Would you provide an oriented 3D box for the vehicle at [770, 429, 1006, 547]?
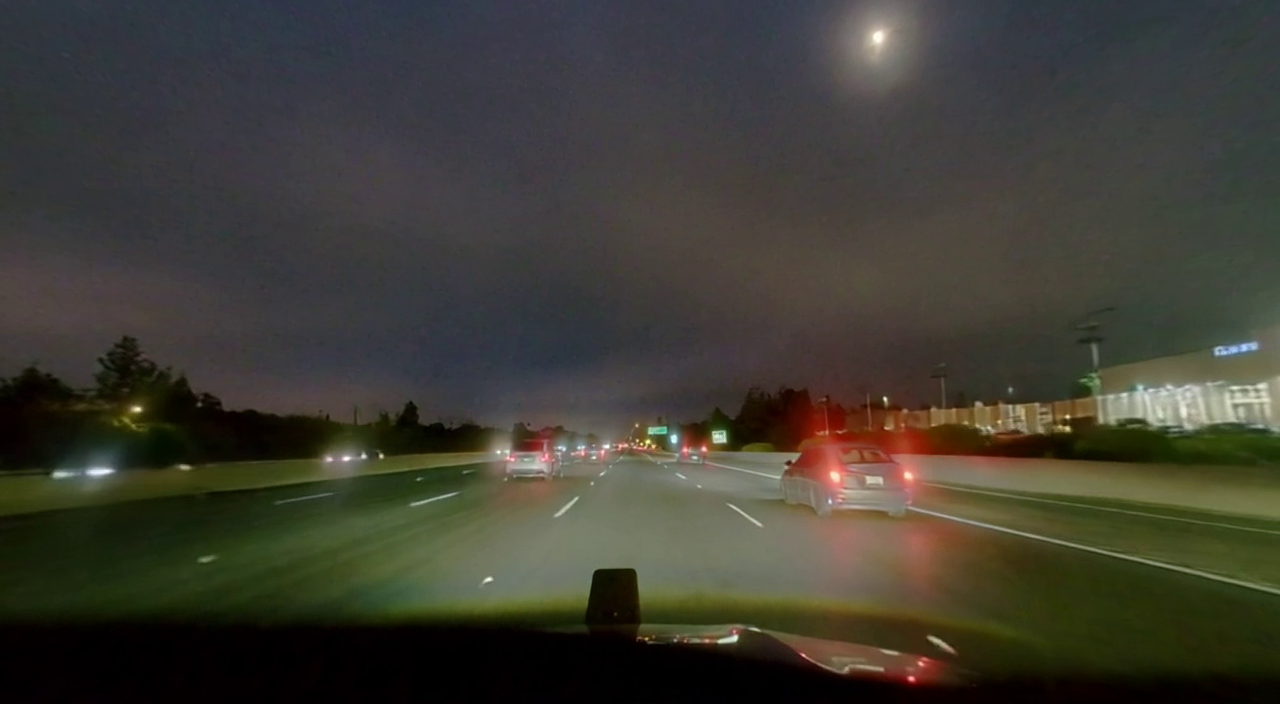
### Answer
[{"bbox_3d":[3.706,2.108,10.574,1.957,1.510,4.643,0,-8,-2],"label":"vehicle"}]

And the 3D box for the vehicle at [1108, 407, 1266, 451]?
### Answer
[{"bbox_3d":[27.496,4.034,32.202,2.176,1.975,6.444,-1,-9,-1],"label":"vehicle"}]

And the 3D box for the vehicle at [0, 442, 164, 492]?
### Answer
[{"bbox_3d":[-21.213,4.341,24.293,2.202,1.693,4.662,0,-8,-1],"label":"vehicle"}]

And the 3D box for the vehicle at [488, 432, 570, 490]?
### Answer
[{"bbox_3d":[-3.716,3.730,21.989,1.987,1.765,4.508,0,-8,0],"label":"vehicle"}]

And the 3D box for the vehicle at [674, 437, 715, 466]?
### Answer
[{"bbox_3d":[3.597,6.719,42.787,2.198,1.807,4.530,0,-8,-2],"label":"vehicle"}]
